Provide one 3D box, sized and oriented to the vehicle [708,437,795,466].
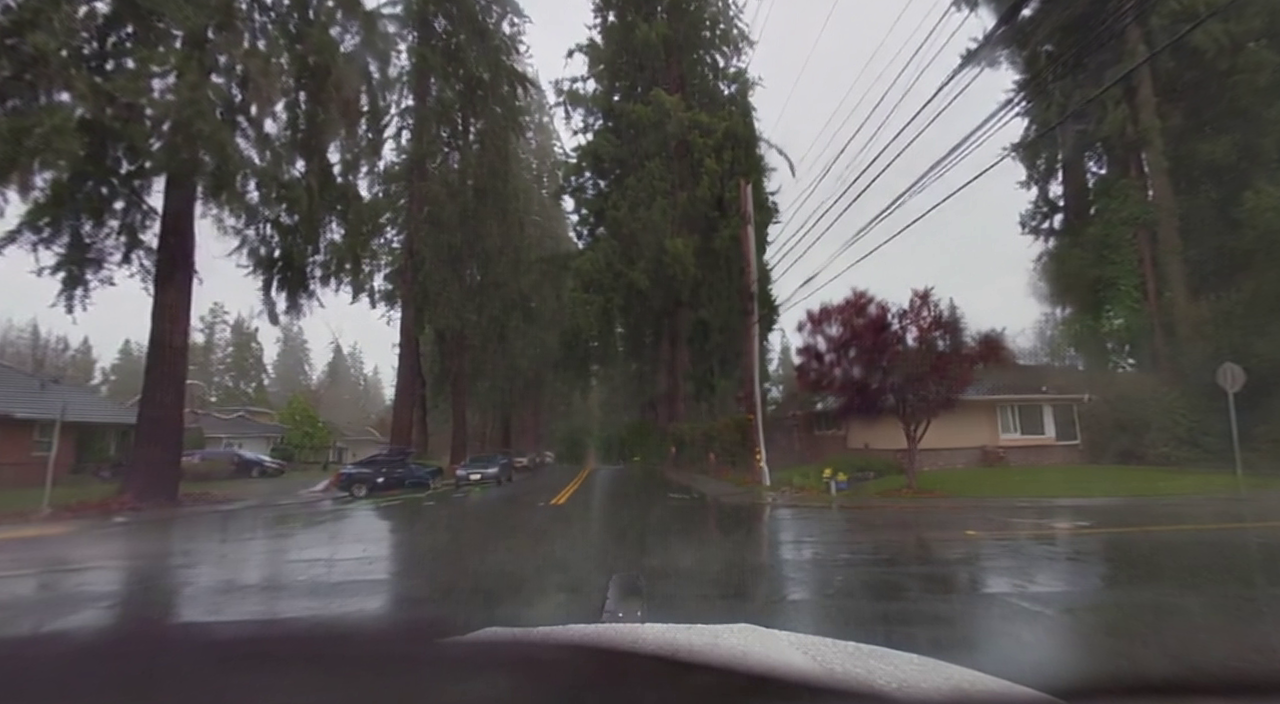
[{"bbox_3d":[6.683,6.005,38.286,4.784,1.647,1.947,1,-8,-6],"label":"vehicle"}]
